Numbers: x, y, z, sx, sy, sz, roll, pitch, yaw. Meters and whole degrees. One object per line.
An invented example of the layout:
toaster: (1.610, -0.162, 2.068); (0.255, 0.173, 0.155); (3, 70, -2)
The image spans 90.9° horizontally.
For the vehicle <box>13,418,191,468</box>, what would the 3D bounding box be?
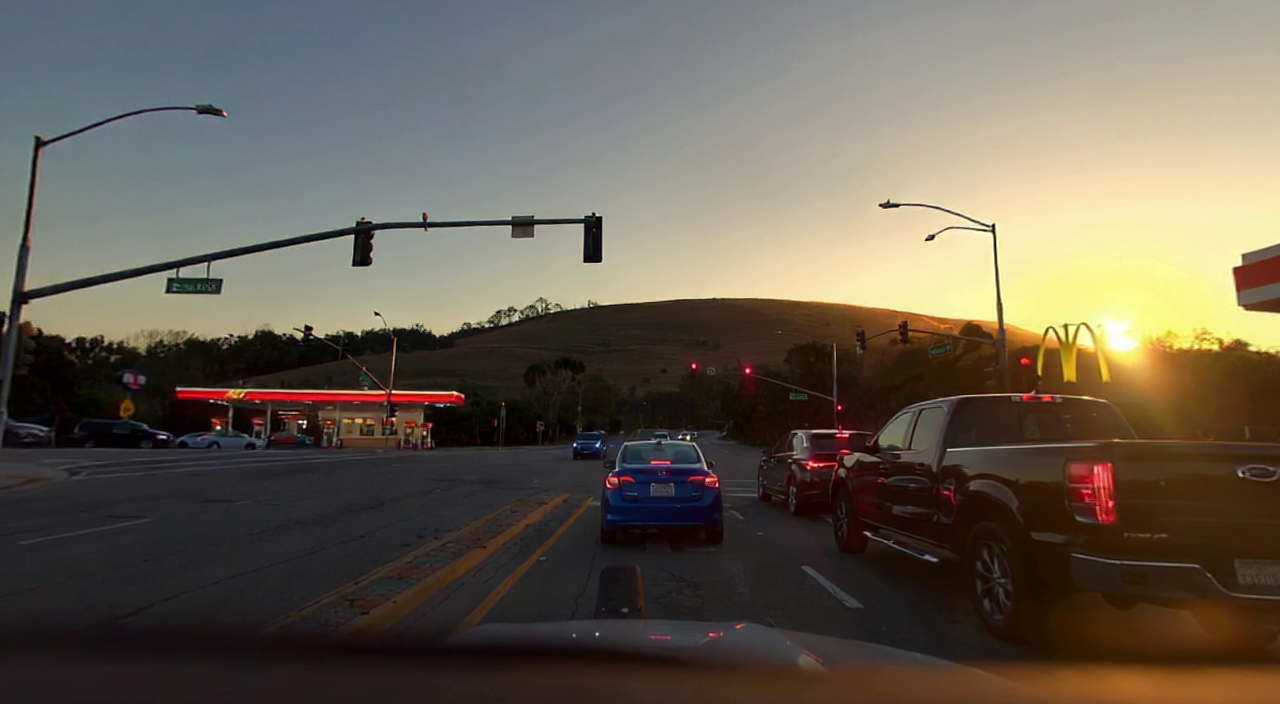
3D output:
vehicle: (-19.682, 3.361, 23.229); (4.742, 1.720, 2.107); (-1, -8, 5)

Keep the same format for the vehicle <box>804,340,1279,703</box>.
vehicle: (3.539, 1.313, 6.108); (2.277, 1.871, 6.143); (0, -8, 0)

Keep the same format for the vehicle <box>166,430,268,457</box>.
vehicle: (-23.094, 5.034, 34.511); (4.326, 1.420, 1.798); (-1, -8, 4)

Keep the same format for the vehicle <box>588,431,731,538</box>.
vehicle: (0.269, 2.174, 10.954); (2.027, 1.494, 3.824); (0, -8, 0)
